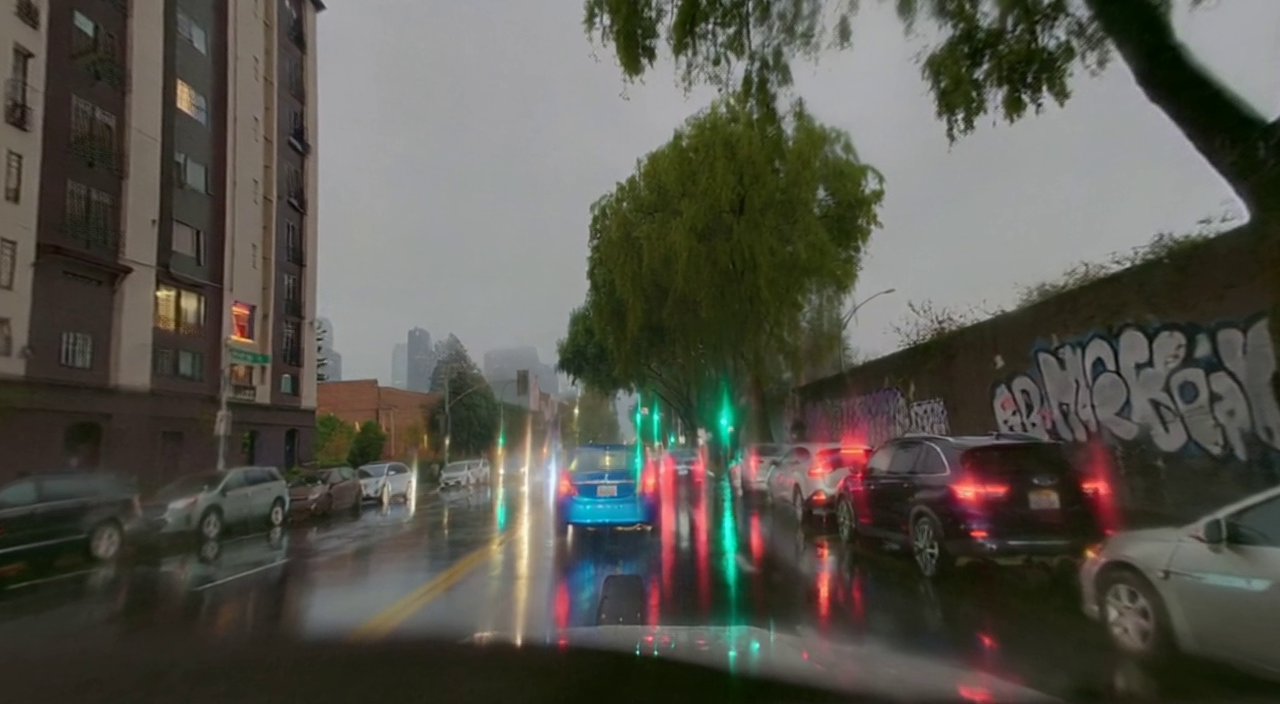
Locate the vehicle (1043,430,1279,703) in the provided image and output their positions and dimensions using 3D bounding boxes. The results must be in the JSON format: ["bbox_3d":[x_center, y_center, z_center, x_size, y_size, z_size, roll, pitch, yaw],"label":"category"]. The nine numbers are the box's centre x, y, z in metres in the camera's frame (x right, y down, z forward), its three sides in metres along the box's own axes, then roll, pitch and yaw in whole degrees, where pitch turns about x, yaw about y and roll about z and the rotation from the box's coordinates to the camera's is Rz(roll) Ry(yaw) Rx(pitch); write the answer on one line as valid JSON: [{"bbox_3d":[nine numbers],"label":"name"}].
[{"bbox_3d":[4.190,1.118,2.697,1.955,1.535,4.266,2,-9,-3],"label":"vehicle"}]

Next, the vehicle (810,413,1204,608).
[{"bbox_3d":[4.197,1.884,8.659,2.097,1.811,5.230,0,-8,-2],"label":"vehicle"}]

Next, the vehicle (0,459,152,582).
[{"bbox_3d":[-10.768,2.755,10.302,1.988,1.781,4.827,-3,-8,-3],"label":"vehicle"}]

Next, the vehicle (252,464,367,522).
[{"bbox_3d":[-11.040,4.698,21.481,1.741,1.506,4.370,-4,-8,-2],"label":"vehicle"}]

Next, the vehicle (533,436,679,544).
[{"bbox_3d":[-0.523,2.384,11.615,2.166,1.579,4.300,0,-8,-1],"label":"vehicle"}]

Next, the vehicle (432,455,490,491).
[{"bbox_3d":[-10.910,7.360,38.773,2.199,1.717,4.888,-6,-8,-2],"label":"vehicle"}]

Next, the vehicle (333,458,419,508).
[{"bbox_3d":[-11.056,5.466,26.768,1.822,1.639,4.144,-6,-8,0],"label":"vehicle"}]

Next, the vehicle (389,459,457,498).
[{"bbox_3d":[-11.092,6.464,32.647,1.931,1.499,4.645,-6,-8,-2],"label":"vehicle"}]

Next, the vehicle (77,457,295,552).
[{"bbox_3d":[-10.960,3.646,15.808,2.276,1.741,4.439,-4,-8,-1],"label":"vehicle"}]

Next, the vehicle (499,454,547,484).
[{"bbox_3d":[-6.756,6.765,36.935,1.906,1.445,4.490,-4,-8,0],"label":"vehicle"}]
